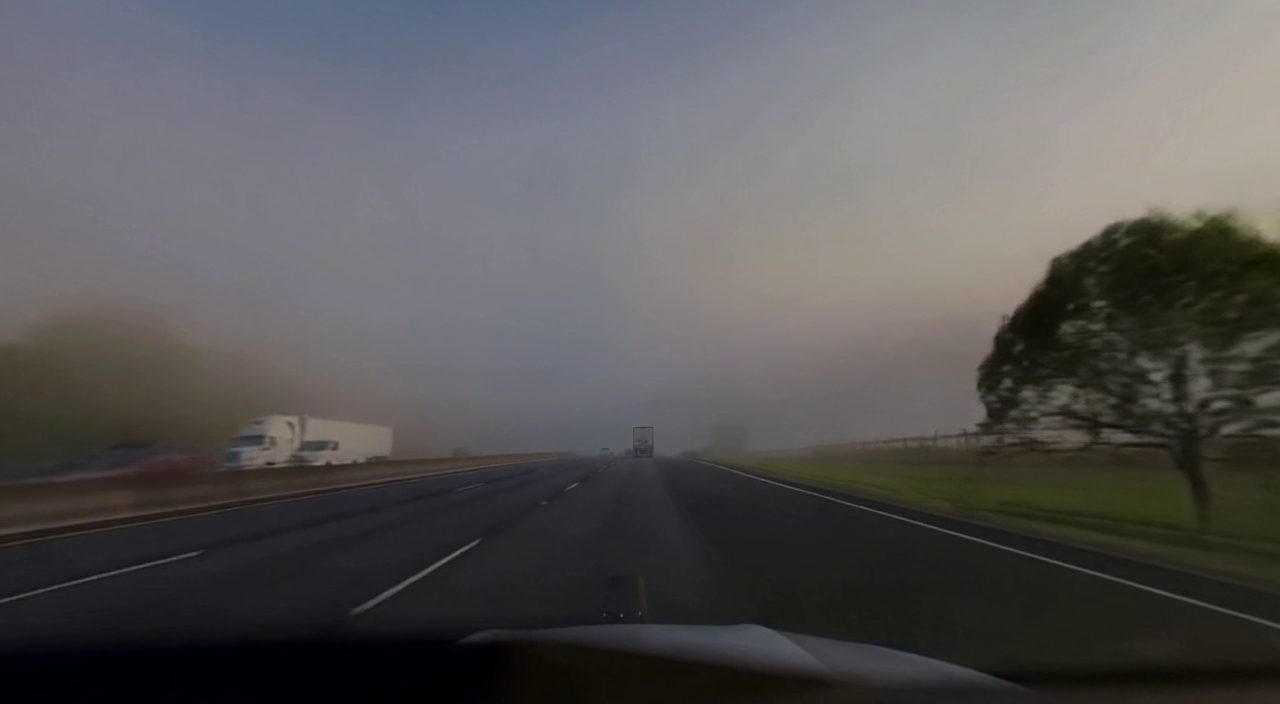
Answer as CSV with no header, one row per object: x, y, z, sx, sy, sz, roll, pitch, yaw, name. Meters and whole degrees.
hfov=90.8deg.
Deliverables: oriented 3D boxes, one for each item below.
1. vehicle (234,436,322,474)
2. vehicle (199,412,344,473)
-20.296,5.816,35.698,1.959,1.963,5.027,-1,-9,0,vehicle
-24.611,6.290,43.247,3.204,3.578,11.064,-1,-9,0,vehicle
